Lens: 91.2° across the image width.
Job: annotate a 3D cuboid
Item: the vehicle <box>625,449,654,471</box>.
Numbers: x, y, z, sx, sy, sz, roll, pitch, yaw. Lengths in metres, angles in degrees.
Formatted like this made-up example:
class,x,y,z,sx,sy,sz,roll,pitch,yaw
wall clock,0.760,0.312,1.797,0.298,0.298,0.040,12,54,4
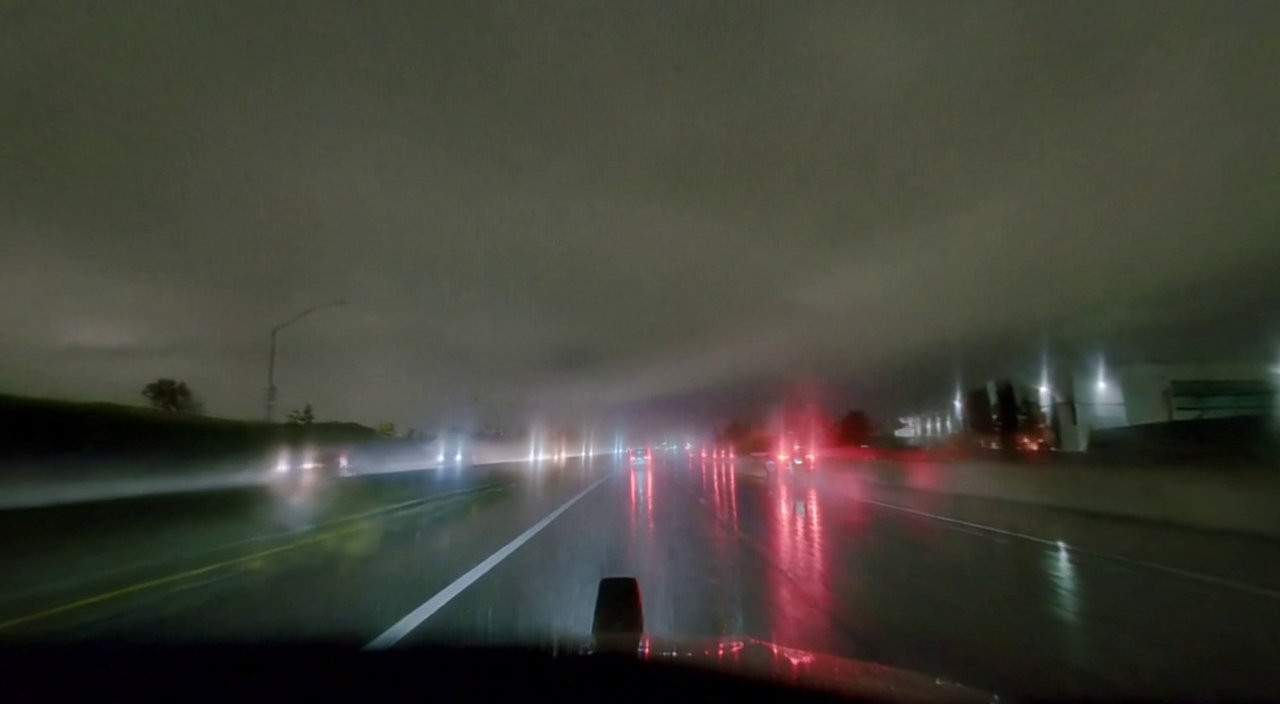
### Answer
class,x,y,z,sx,sy,sz,roll,pitch,yaw
vehicle,-0.041,7.745,45.113,2.025,1.526,4.181,-1,-9,0

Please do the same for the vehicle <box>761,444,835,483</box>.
class,x,y,z,sx,sy,sz,roll,pitch,yaw
vehicle,6.897,4.921,27.856,2.008,1.533,4.592,0,-9,-1

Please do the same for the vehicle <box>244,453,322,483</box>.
class,x,y,z,sx,sy,sz,roll,pitch,yaw
vehicle,-19.343,6.259,34.166,1.819,1.504,4.036,-1,-9,1
